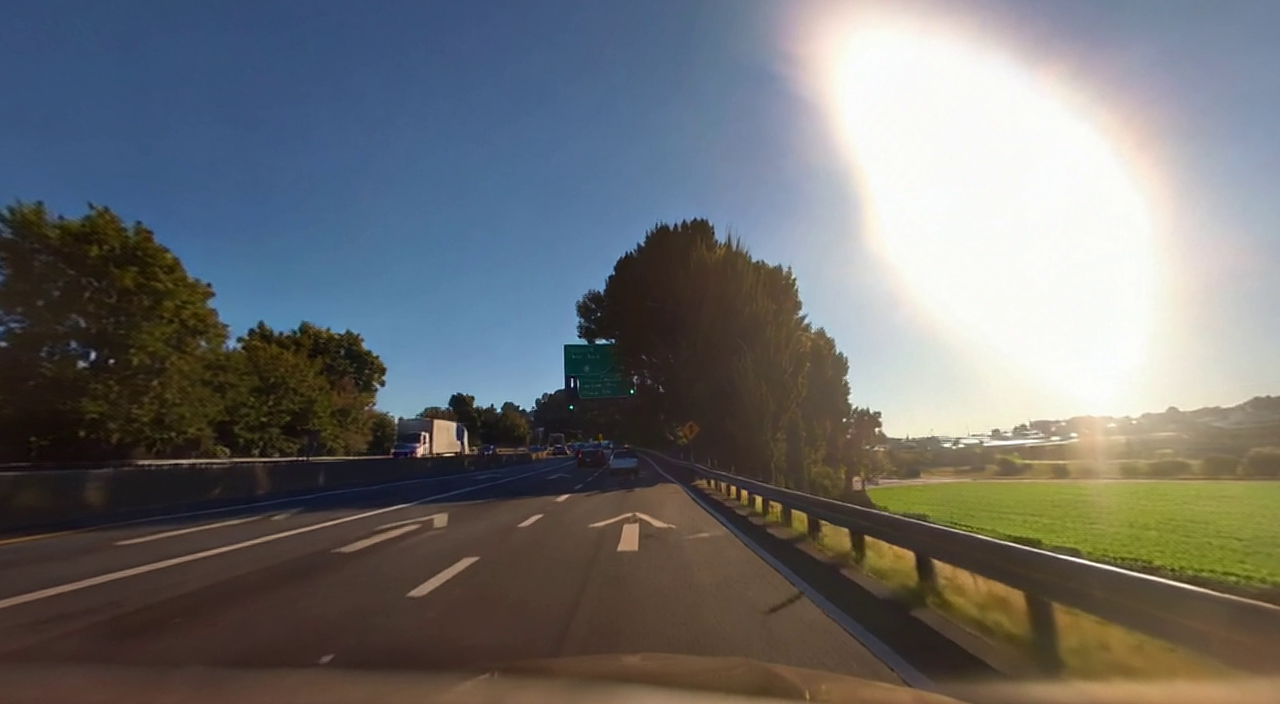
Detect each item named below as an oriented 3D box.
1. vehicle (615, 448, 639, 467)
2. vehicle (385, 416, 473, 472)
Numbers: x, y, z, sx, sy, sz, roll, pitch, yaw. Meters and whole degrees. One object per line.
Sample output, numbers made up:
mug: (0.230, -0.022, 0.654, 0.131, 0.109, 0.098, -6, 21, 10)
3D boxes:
vehicle: (-1.048, 8.201, 49.179, 1.807, 1.427, 3.645, 0, -9, -2)
vehicle: (-15.013, 6.771, 45.875, 2.988, 3.568, 10.170, 0, -9, -1)
